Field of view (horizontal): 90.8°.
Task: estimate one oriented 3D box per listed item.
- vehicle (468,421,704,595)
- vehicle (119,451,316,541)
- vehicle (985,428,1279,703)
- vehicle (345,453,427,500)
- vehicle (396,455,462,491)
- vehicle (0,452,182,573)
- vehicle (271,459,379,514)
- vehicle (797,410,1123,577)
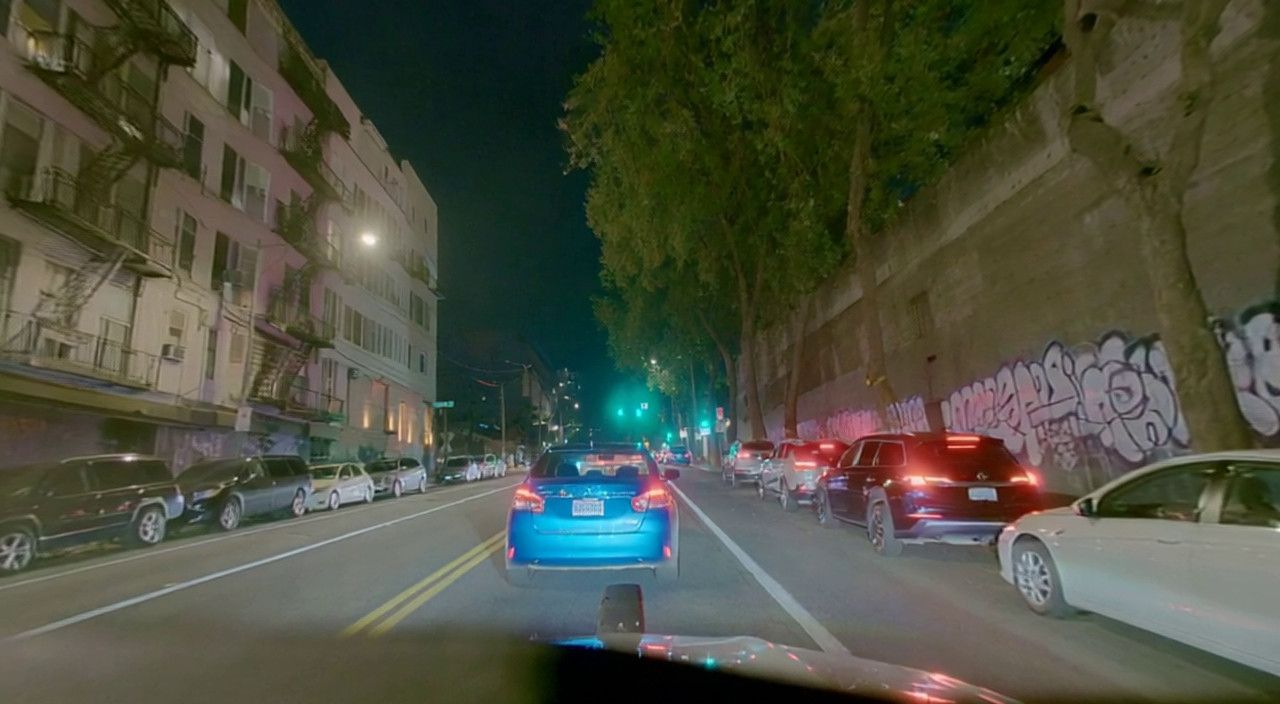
[{"bbox_3d":[-0.505,1.760,8.056,2.166,1.579,4.300,0,-8,0],"label":"vehicle"},{"bbox_3d":[-10.893,3.662,16.785,2.276,1.741,4.439,-6,-8,-1],"label":"vehicle"},{"bbox_3d":[4.241,1.272,3.634,1.955,1.535,4.266,3,-9,-3],"label":"vehicle"},{"bbox_3d":[-11.031,5.398,27.739,1.822,1.639,4.144,-6,-8,0],"label":"vehicle"},{"bbox_3d":[-11.102,6.367,33.641,1.931,1.499,4.645,-6,-8,-2],"label":"vehicle"},{"bbox_3d":[-10.859,2.834,11.264,1.988,1.781,4.827,-7,-8,-4],"label":"vehicle"},{"bbox_3d":[-11.018,4.680,22.452,1.741,1.506,4.370,-5,-8,-2],"label":"vehicle"},{"bbox_3d":[4.203,1.948,9.667,2.097,1.811,5.230,0,-8,-2],"label":"vehicle"}]
